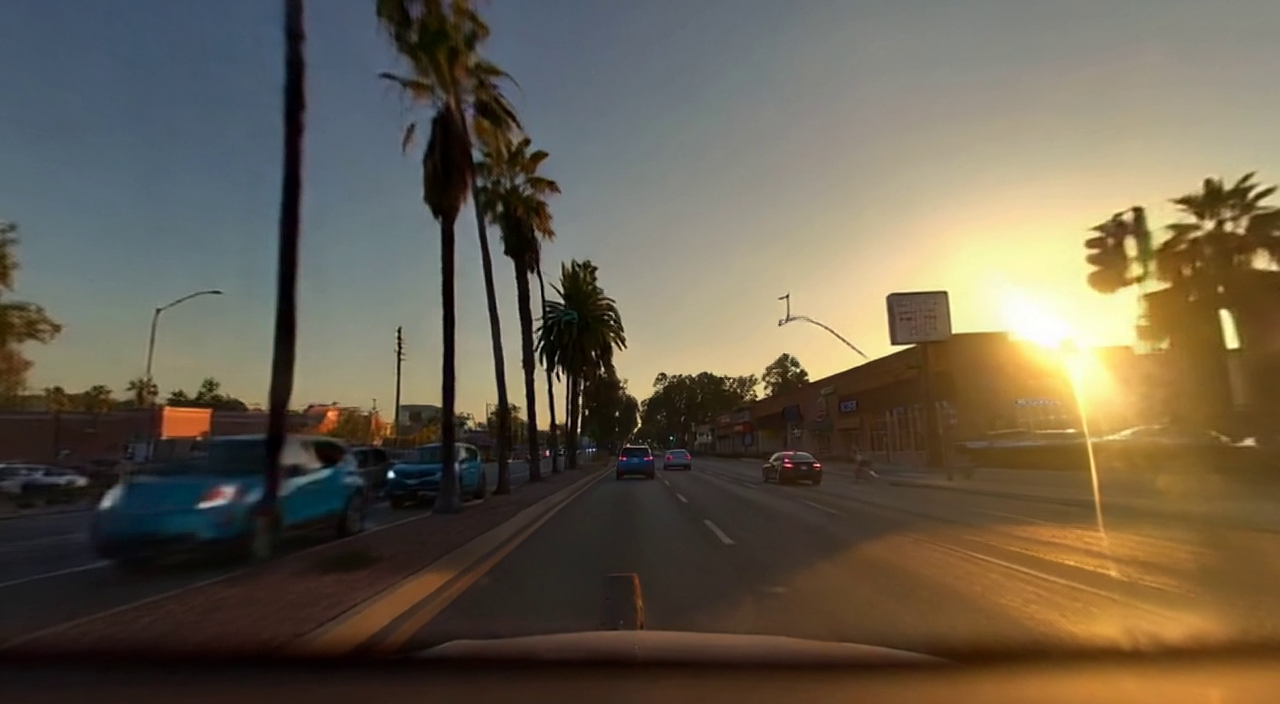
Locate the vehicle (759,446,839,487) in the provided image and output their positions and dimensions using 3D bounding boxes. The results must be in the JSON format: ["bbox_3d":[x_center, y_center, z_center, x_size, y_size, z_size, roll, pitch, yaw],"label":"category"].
[{"bbox_3d":[6.181,4.486,25.139,1.944,1.447,4.309,0,-9,-2],"label":"vehicle"}]

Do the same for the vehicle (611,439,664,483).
[{"bbox_3d":[-0.143,4.746,27.785,2.151,1.787,4.109,0,-9,-1],"label":"vehicle"}]

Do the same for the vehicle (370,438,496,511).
[{"bbox_3d":[-5.405,3.231,17.196,2.016,1.711,4.387,0,-9,-1],"label":"vehicle"}]

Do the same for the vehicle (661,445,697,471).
[{"bbox_3d":[2.600,7.233,43.324,2.112,1.710,4.234,0,-9,-2],"label":"vehicle"}]

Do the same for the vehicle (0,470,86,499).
[{"bbox_3d":[-33.786,7.350,35.158,4.034,1.452,1.933,-1,-9,2],"label":"vehicle"}]

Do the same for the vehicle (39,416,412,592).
[{"bbox_3d":[-5.089,1.901,8.812,2.160,1.769,4.494,0,-9,-1],"label":"vehicle"}]
